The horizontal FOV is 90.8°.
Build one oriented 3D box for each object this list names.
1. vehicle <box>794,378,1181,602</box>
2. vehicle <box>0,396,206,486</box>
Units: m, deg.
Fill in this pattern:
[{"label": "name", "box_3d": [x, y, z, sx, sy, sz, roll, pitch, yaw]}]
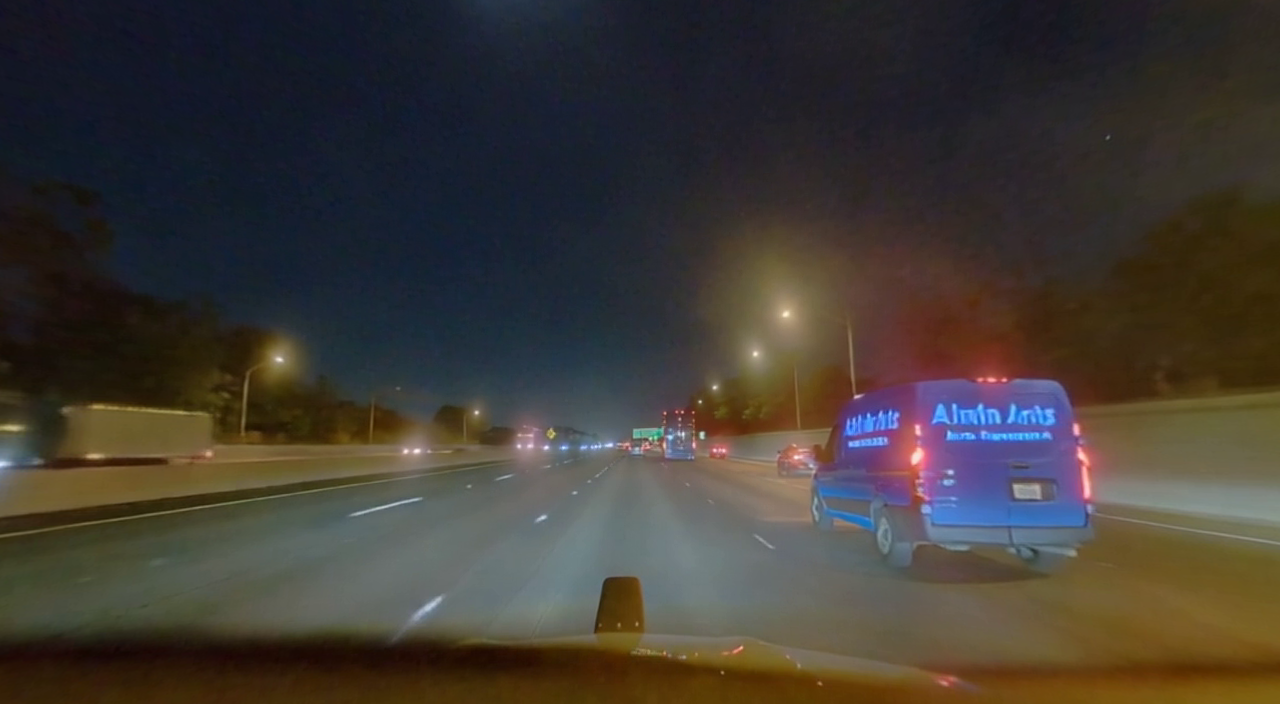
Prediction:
[{"label": "vehicle", "box_3d": [3.620, 1.551, 7.980, 2.035, 1.931, 4.841, 0, -8, -1]}, {"label": "vehicle", "box_3d": [-25.522, 4.192, 29.605, 2.963, 3.468, 10.441, 0, -8, 0]}]
